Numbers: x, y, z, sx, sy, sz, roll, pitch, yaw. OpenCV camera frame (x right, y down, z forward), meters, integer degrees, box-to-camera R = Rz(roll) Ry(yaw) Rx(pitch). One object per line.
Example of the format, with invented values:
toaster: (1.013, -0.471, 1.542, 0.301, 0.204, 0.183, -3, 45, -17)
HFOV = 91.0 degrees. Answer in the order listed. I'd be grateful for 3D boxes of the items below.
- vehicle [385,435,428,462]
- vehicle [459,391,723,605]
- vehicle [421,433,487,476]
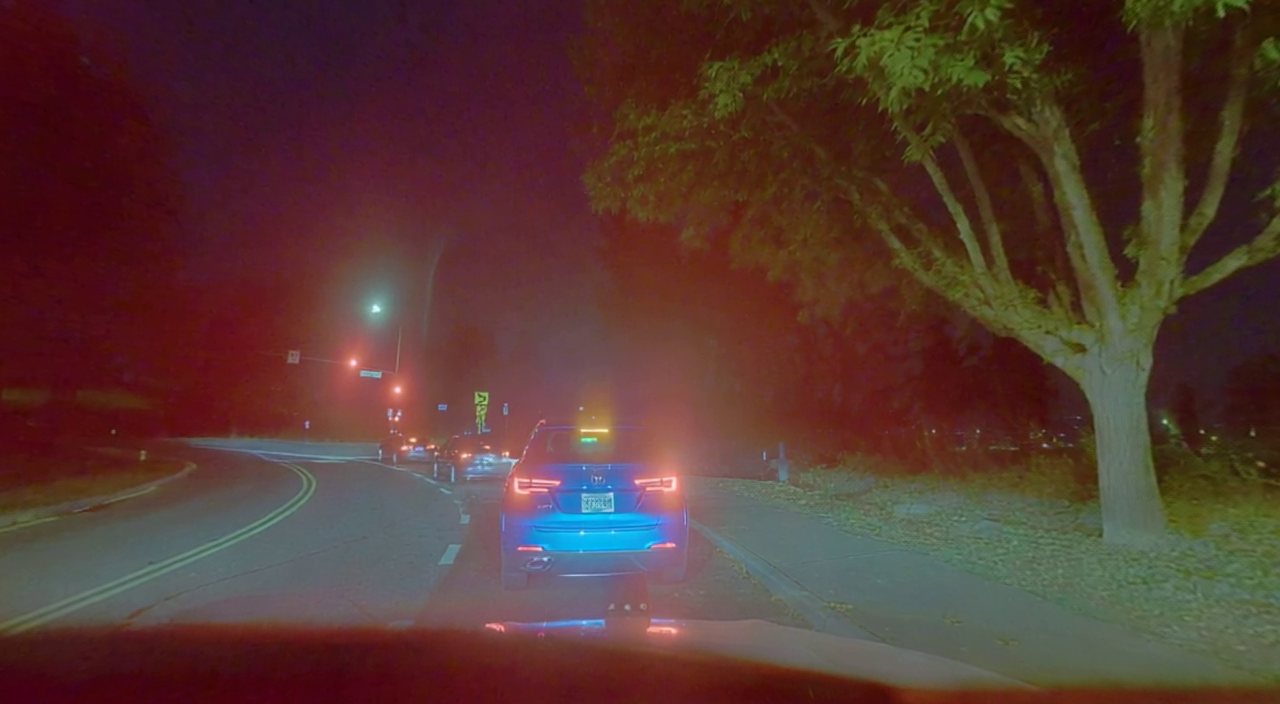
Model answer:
vehicle: (-13.759, 5.645, 36.897, 1.863, 1.488, 4.426, 4, -9, -26)
vehicle: (-0.686, 1.459, 7.212, 2.134, 1.671, 4.147, 1, -8, -9)
vehicle: (-7.309, 3.949, 24.495, 1.902, 1.536, 3.662, 4, -9, -24)
